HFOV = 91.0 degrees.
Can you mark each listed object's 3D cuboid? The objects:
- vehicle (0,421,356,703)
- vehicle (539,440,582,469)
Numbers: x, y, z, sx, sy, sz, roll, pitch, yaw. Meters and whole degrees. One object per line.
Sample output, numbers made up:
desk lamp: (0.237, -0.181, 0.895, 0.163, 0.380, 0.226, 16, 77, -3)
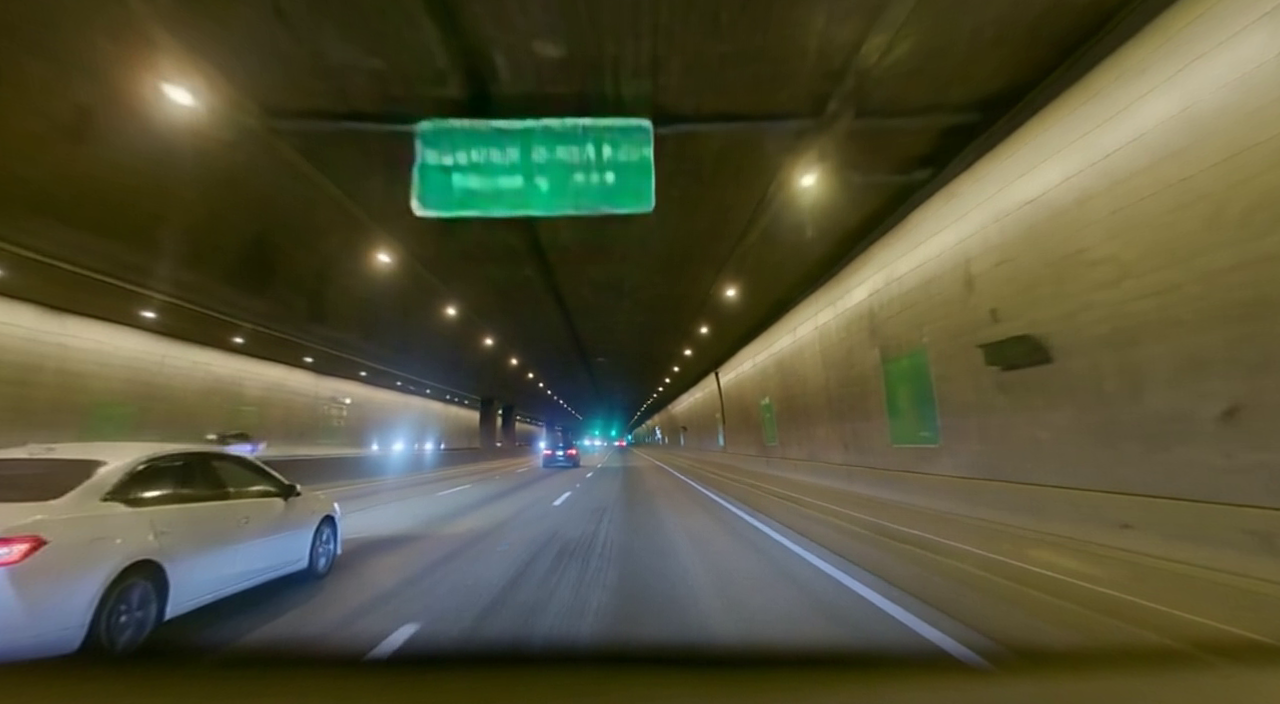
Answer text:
vehicle: (-3.984, 1.275, 4.520, 1.885, 1.424, 4.230, -1, -8, 1)
vehicle: (-4.393, 5.717, 35.350, 1.973, 1.474, 4.199, 0, -8, -1)
